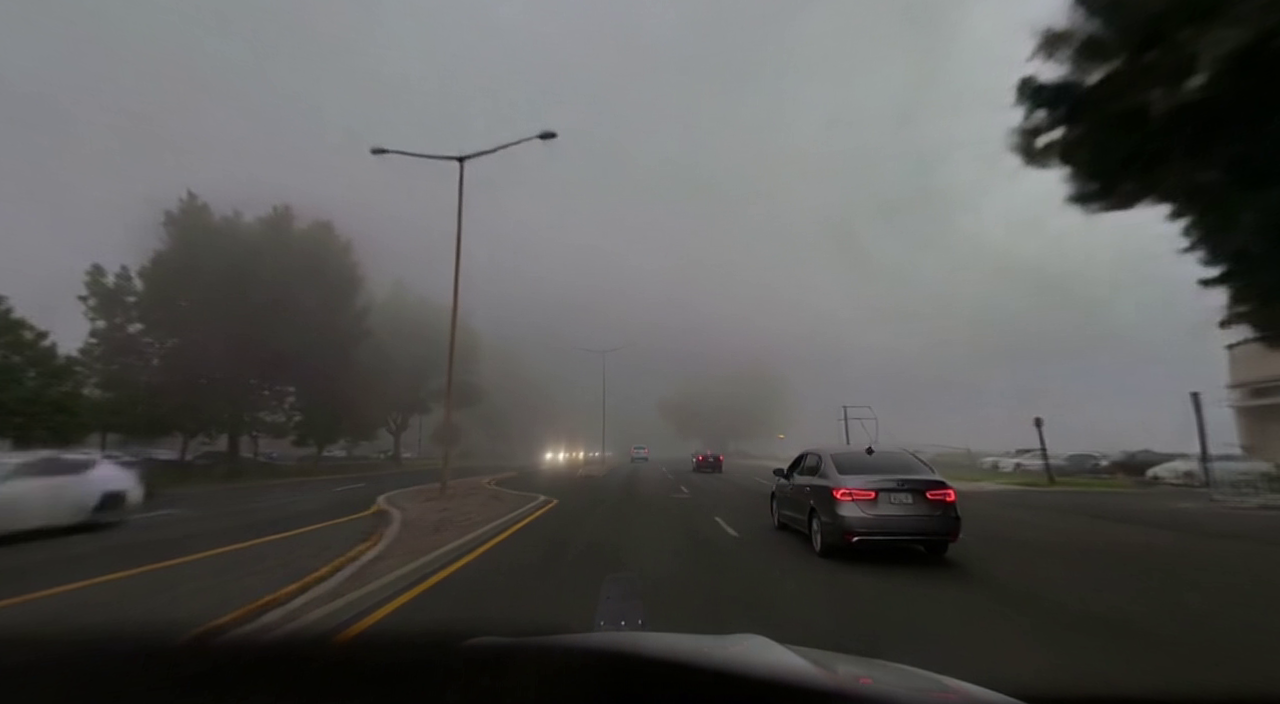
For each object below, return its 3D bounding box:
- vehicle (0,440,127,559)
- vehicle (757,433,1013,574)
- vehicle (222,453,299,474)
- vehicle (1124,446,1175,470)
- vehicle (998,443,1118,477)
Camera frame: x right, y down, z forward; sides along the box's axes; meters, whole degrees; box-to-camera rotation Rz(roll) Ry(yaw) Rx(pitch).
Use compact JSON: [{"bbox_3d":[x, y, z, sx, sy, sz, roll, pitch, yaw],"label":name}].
[{"bbox_3d":[-9.148,1.890,8.048,1.853,1.504,3.791,0,-9,1],"label":"vehicle"},{"bbox_3d":[3.074,1.983,9.075,1.935,1.501,4.384,0,-9,0],"label":"vehicle"},{"bbox_3d":[-29.230,8.583,48.432,4.707,1.474,1.964,0,-9,1],"label":"vehicle"},{"bbox_3d":[37.834,7.841,46.563,4.644,1.682,1.999,8,-11,-40],"label":"vehicle"},{"bbox_3d":[19.967,5.166,30.142,4.255,1.537,2.037,0,-9,0],"label":"vehicle"}]
